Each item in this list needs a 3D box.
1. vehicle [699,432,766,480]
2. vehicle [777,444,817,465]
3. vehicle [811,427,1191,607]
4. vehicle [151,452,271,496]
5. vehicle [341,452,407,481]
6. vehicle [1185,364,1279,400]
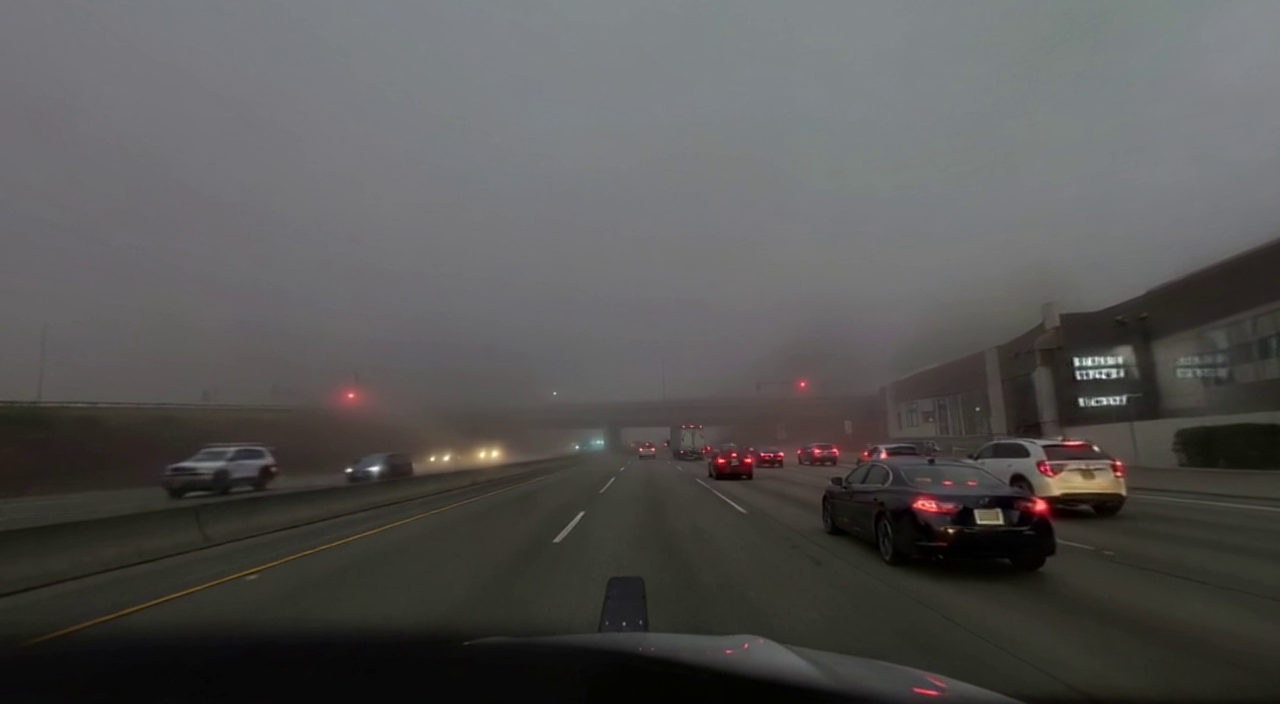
[{"bbox_3d":[3.855,4.445,27.130,2.086,1.858,4.737,0,-8,-1],"label":"vehicle"},{"bbox_3d":[11.683,7.639,47.074,1.926,1.451,3.936,0,-8,-1],"label":"vehicle"},{"bbox_3d":[3.636,1.708,7.560,1.902,1.481,4.451,0,-8,0],"label":"vehicle"},{"bbox_3d":[-18.368,5.218,27.327,2.027,1.666,4.508,0,-8,0],"label":"vehicle"},{"bbox_3d":[-15.272,6.590,36.501,1.864,1.480,4.473,0,-8,1],"label":"vehicle"},{"bbox_3d":[36.218,1.909,38.282,2.024,1.757,4.696,-1,-8,1],"label":"vehicle"}]
